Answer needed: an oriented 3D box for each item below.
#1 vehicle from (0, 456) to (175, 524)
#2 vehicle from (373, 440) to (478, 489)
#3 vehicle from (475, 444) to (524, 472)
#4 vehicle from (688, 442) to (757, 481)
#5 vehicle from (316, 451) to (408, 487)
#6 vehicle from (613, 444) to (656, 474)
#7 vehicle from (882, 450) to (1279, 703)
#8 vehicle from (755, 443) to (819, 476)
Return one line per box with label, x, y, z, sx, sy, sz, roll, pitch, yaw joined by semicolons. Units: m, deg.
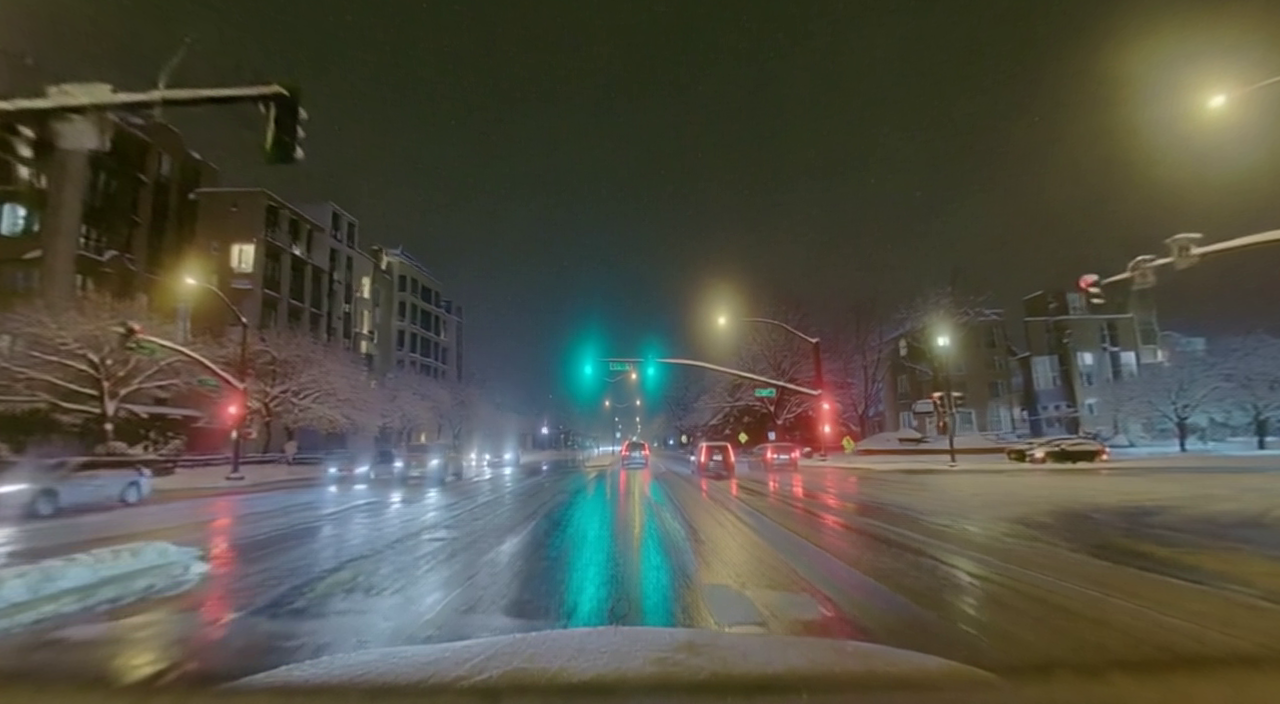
vehicle;-15.403;3.590;16.996;2.144;1.463;4.701;0;-8;1
vehicle;-8.590;4.551;25.923;2.590;1.769;4.827;0;-8;1
vehicle;-9.101;6.910;41.382;2.160;1.689;4.451;0;-8;0
vehicle;3.445;4.665;27.285;2.226;1.490;4.593;0;-8;-2
vehicle;-12.482;5.253;28.704;2.181;1.440;4.253;0;-8;1
vehicle;-0.315;5.649;33.704;2.143;1.480;4.006;0;-8;-1
vehicle;3.246;1.219;3.447;2.080;1.321;4.382;0;-8;-1
vehicle;6.924;5.112;30.290;1.861;1.473;4.393;0;-8;-2
